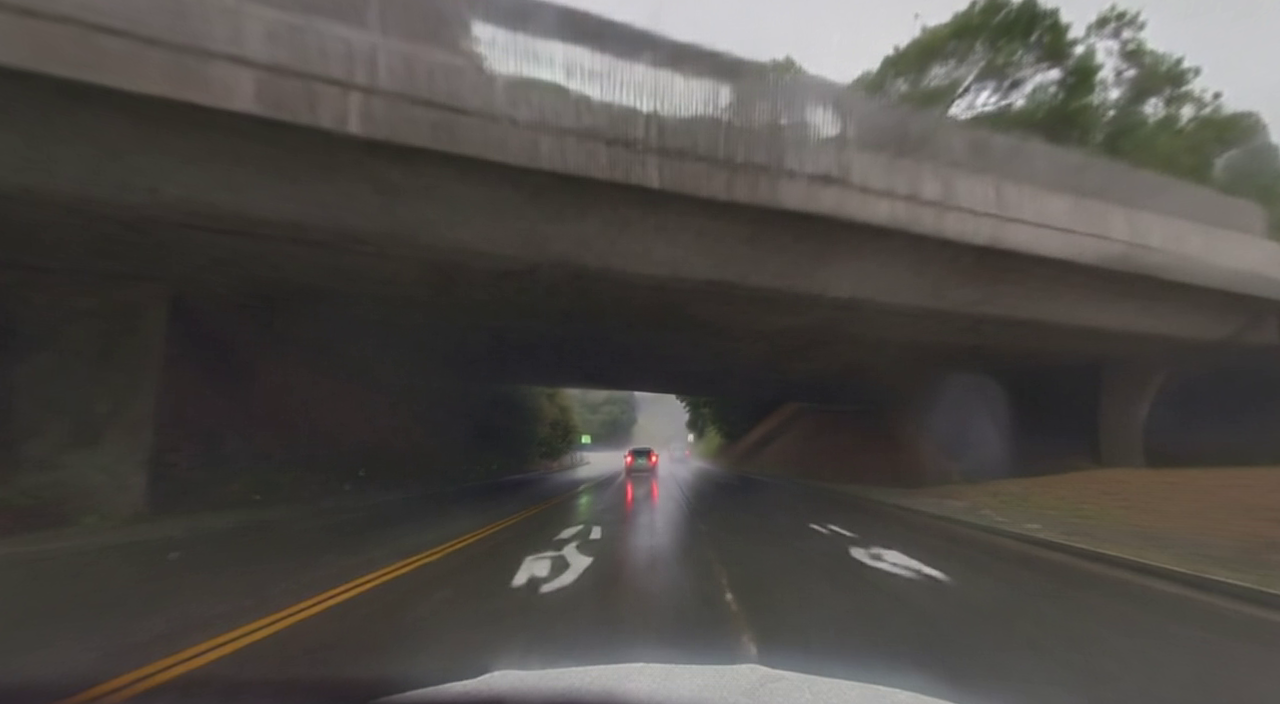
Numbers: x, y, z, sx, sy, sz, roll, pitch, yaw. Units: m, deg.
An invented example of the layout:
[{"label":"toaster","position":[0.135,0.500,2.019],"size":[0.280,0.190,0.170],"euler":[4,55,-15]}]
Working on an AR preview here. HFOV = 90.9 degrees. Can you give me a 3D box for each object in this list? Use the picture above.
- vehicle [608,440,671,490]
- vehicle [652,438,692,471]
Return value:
[{"label":"vehicle","position":[0.031,3.993,22.483],"size":[2.037,1.601,3.643],"euler":[0,-9,2]},{"label":"vehicle","position":[2.011,6.662,41.186],"size":[2.273,2.010,4.396],"euler":[0,-9,-2]}]
